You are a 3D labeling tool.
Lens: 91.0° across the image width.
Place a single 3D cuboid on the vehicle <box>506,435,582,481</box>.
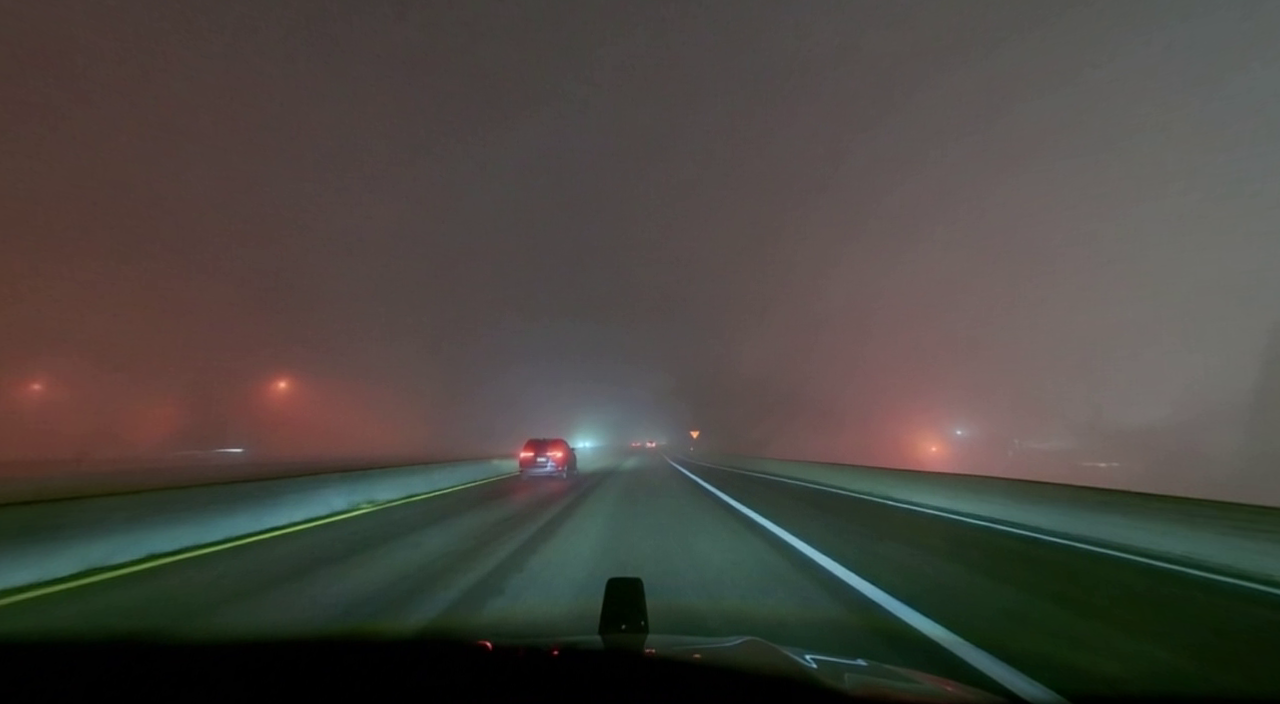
[{"bbox_3d":[-3.415,3.852,23.196,2.051,1.531,4.250,0,-8,1],"label":"vehicle"}]
